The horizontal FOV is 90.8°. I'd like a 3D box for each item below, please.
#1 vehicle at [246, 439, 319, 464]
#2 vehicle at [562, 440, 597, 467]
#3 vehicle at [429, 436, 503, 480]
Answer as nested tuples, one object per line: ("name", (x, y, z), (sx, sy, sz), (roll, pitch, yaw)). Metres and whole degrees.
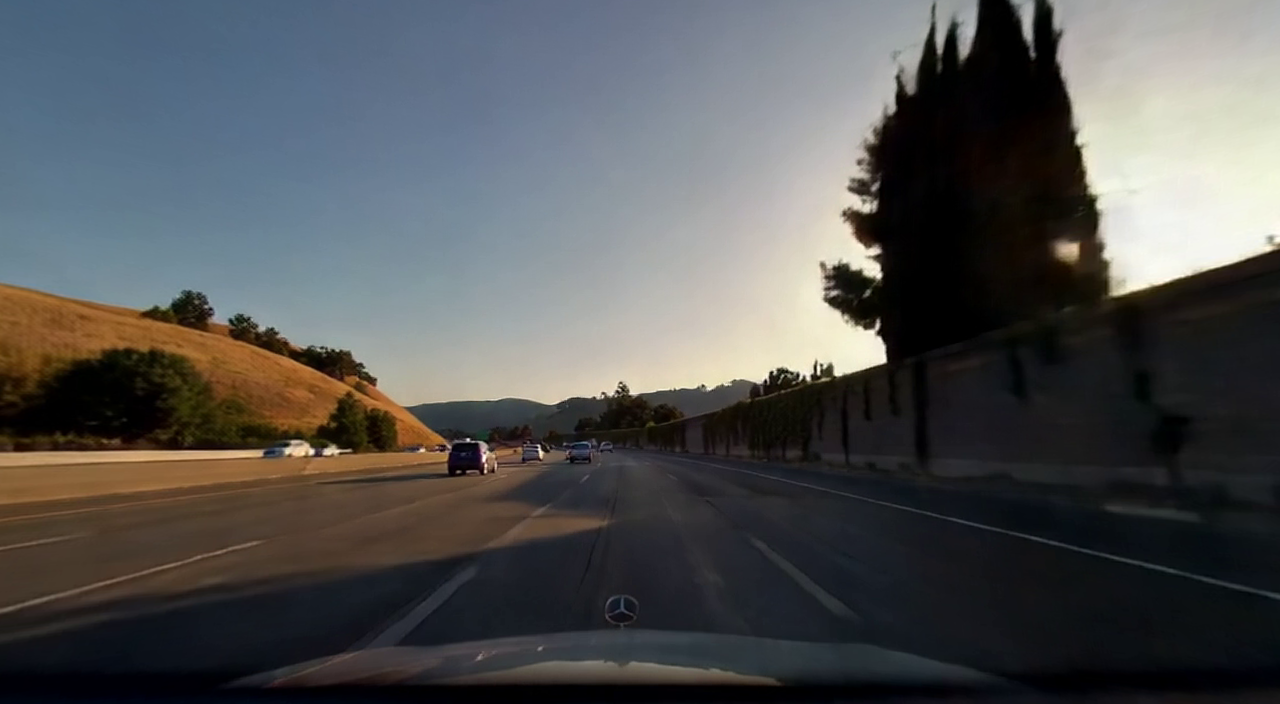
("vehicle", (-27.812, 7.778, 49.451), (2.368, 1.845, 5.789), (0, -9, -1))
("vehicle", (-4.127, 7.005, 43.723), (2.115, 1.713, 4.263), (0, -9, -2))
("vehicle", (-7.687, 4.723, 28.473), (2.074, 1.768, 4.805), (0, -9, -1))
